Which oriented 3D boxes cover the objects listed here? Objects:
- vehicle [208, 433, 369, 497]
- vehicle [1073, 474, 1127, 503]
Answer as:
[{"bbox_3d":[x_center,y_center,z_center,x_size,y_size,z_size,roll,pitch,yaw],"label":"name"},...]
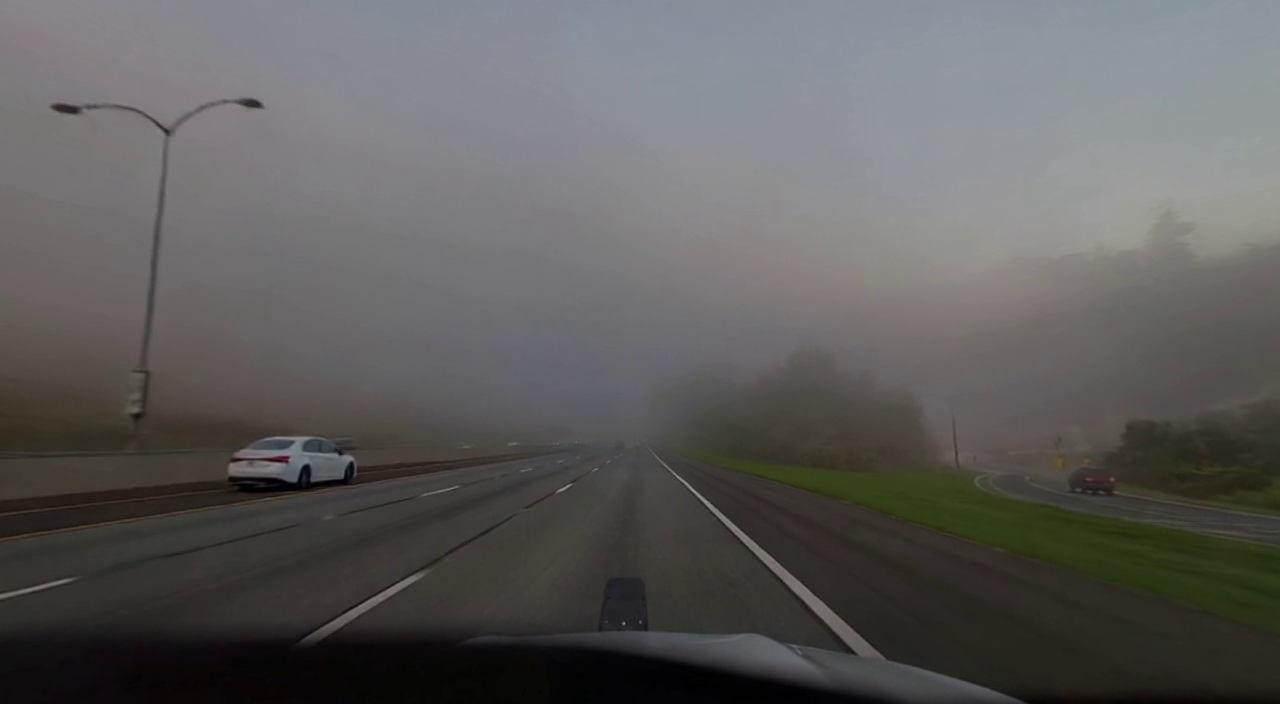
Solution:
[{"bbox_3d":[-10.844,3.495,20.027,2.152,1.753,4.972,0,-8,1],"label":"vehicle"},{"bbox_3d":[33.343,9.848,45.810,2.108,1.763,4.817,-4,-9,24],"label":"vehicle"}]
